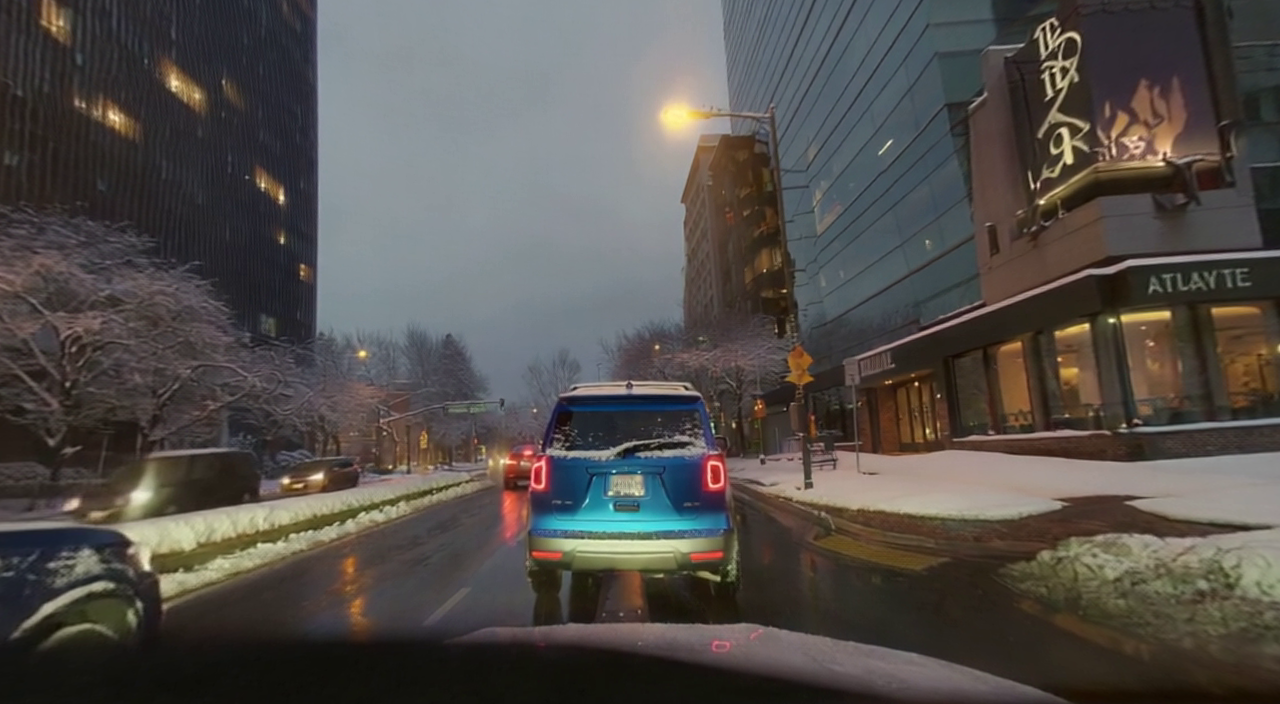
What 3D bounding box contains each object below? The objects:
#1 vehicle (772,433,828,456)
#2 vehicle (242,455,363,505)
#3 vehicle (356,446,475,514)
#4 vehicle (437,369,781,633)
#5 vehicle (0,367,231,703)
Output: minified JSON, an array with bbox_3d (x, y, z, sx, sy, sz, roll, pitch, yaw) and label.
[{"bbox_3d":[10.383,6.008,40.855,1.877,1.416,3.965,-8,-12,40],"label":"vehicle"},{"bbox_3d":[-11.904,4.502,22.730,1.913,1.487,4.700,0,-8,-2],"label":"vehicle"},{"bbox_3d":[-5.473,3.123,16.025,1.876,1.448,4.464,1,-8,-7],"label":"vehicle"},{"bbox_3d":[-0.327,1.407,6.961,2.531,1.930,4.382,0,-8,-3],"label":"vehicle"},{"bbox_3d":[-3.256,0.756,1.325,1.971,1.658,4.428,0,-8,-3],"label":"vehicle"}]
